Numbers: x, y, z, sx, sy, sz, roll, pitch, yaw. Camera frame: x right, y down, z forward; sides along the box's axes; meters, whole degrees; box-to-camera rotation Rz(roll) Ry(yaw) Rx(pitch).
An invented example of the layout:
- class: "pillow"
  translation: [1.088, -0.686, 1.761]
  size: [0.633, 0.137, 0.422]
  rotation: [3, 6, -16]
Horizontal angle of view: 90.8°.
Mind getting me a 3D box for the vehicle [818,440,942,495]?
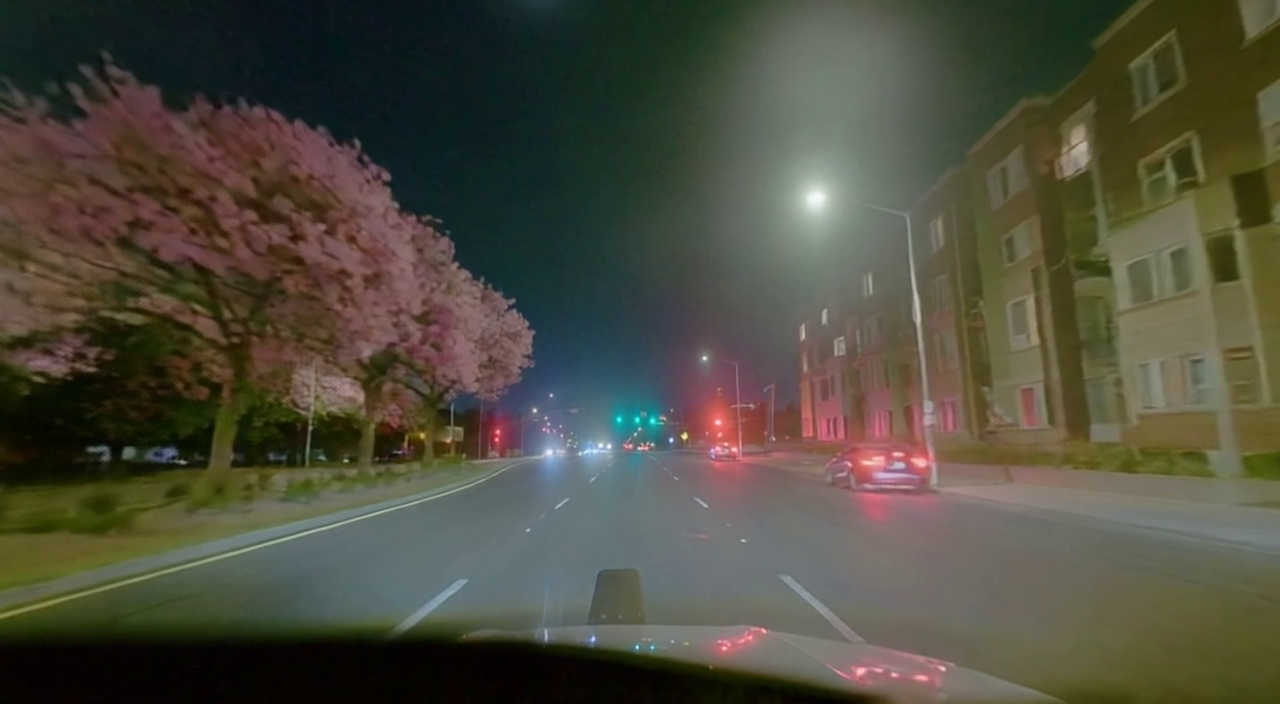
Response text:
- class: "vehicle"
  translation: [7.004, 3.401, 19.017]
  size: [2.032, 1.449, 4.413]
  rotation: [0, -9, 1]
